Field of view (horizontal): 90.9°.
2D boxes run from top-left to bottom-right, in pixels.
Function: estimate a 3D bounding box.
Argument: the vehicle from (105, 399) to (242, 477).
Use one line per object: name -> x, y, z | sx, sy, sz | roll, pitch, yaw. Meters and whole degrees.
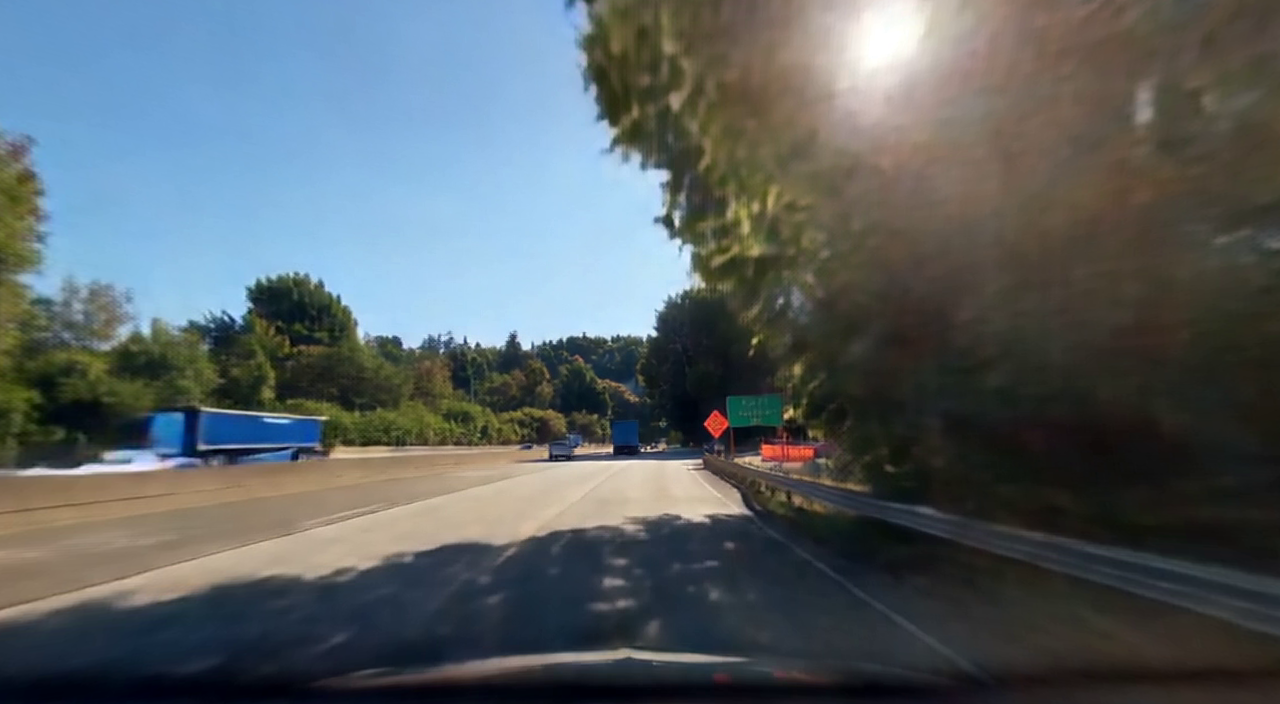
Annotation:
vehicle -> -26.490, 4.999, 36.216 | 2.955, 4.035, 5.980 | -1, -9, 2
